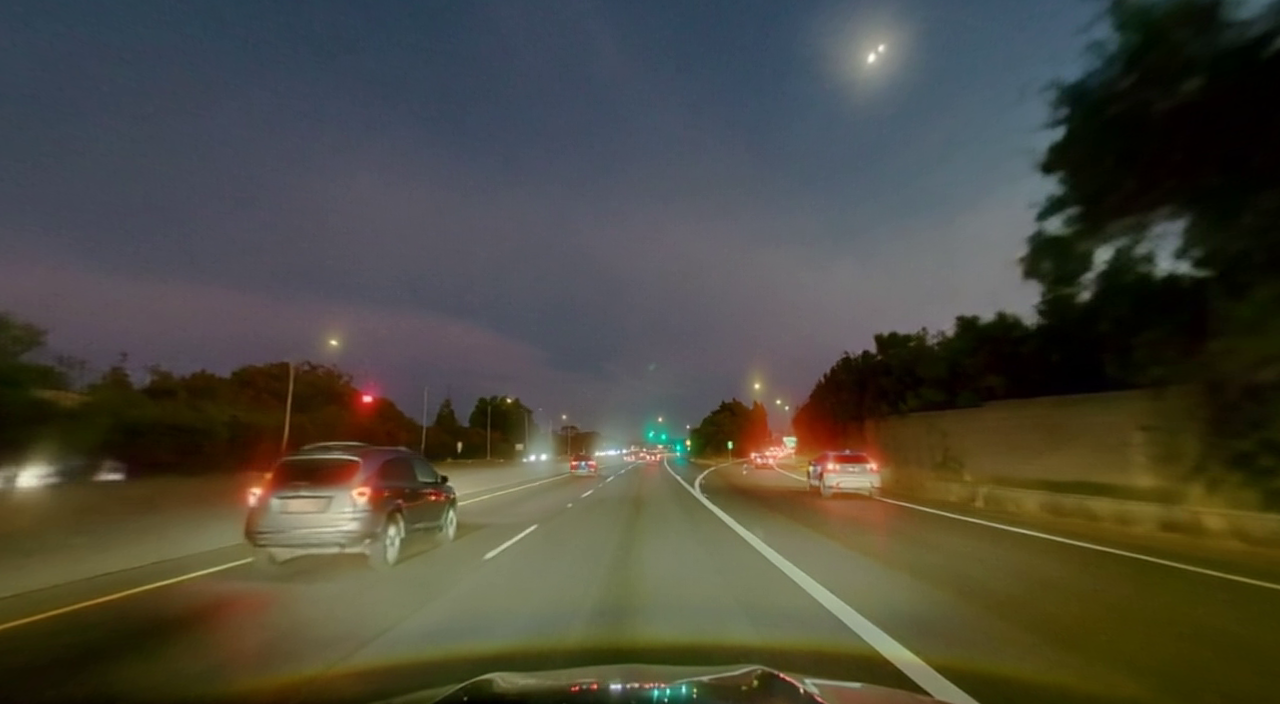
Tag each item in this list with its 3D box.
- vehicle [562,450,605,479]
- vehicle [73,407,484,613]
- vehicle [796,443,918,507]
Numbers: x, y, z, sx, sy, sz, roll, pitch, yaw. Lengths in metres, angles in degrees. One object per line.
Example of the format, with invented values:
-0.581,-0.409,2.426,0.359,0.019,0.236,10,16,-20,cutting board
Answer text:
-3.168,6.369,36.034,1.997,1.540,3.906,0,-9,1,vehicle
-3.549,1.653,7.468,2.263,1.696,4.321,0,-9,0,vehicle
5.914,3.405,17.884,2.020,1.548,4.715,0,-9,4,vehicle
